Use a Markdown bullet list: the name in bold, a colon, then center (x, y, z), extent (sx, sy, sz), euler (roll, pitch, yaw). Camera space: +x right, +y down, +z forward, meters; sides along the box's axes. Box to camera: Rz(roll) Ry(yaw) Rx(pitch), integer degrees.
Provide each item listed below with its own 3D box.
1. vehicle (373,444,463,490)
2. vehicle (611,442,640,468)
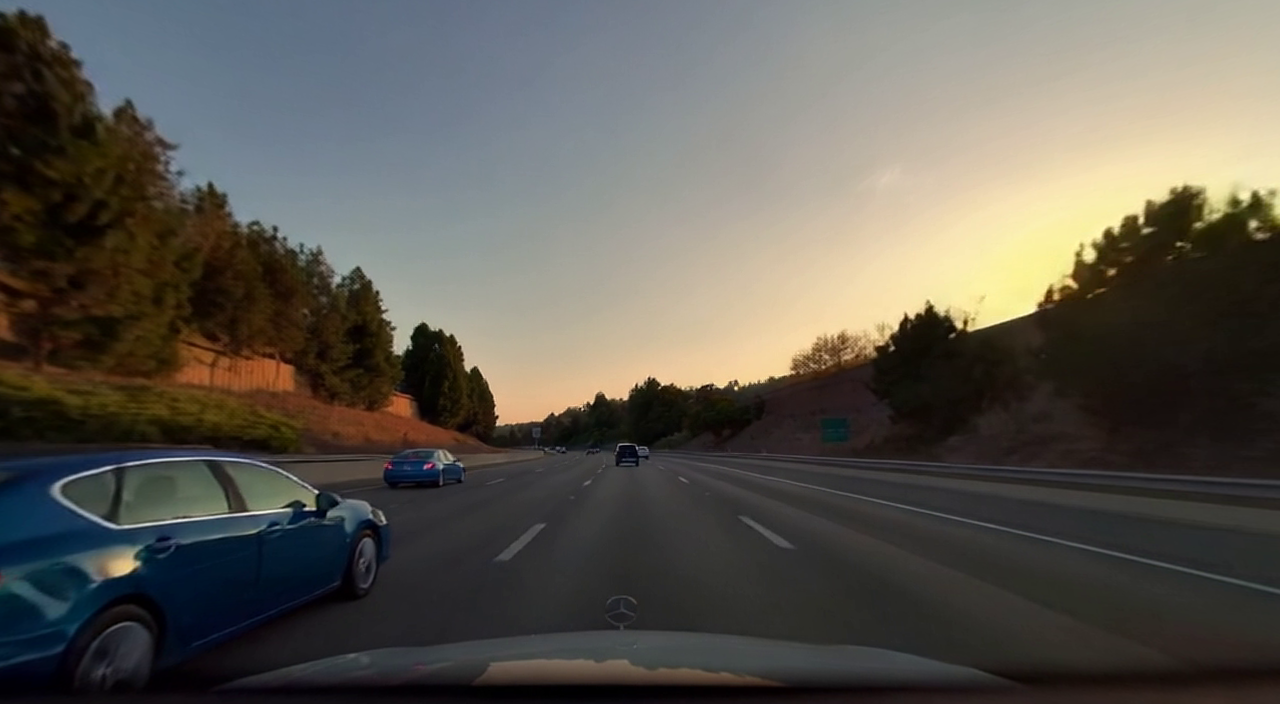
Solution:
- **vehicle**: center (-7.897, 4.094, 22.879), extent (1.915, 1.479, 3.843), euler (0, -9, -1)
- **vehicle**: center (-1.121, 7.656, 47.114), extent (1.990, 1.878, 4.079), euler (0, -9, -3)
